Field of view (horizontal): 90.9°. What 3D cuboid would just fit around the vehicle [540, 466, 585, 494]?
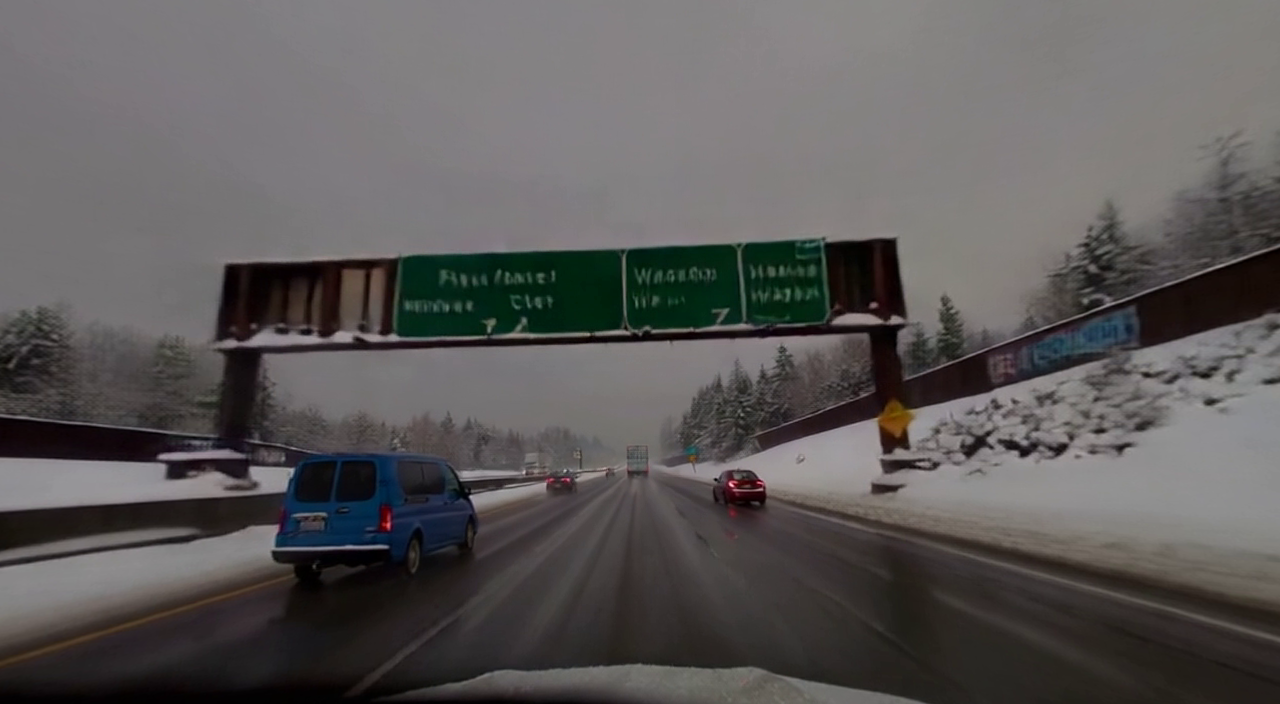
[{"bbox_3d":[-4.397,7.332,36.281,2.054,1.443,4.131,1,-11,0],"label":"vehicle"}]

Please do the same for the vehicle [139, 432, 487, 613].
[{"bbox_3d":[-3.518,1.968,8.037,2.004,1.610,4.508,1,-11,0],"label":"vehicle"}]

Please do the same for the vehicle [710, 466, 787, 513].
[{"bbox_3d":[3.742,4.841,22.485,1.917,1.458,4.199,1,-11,-2],"label":"vehicle"}]
